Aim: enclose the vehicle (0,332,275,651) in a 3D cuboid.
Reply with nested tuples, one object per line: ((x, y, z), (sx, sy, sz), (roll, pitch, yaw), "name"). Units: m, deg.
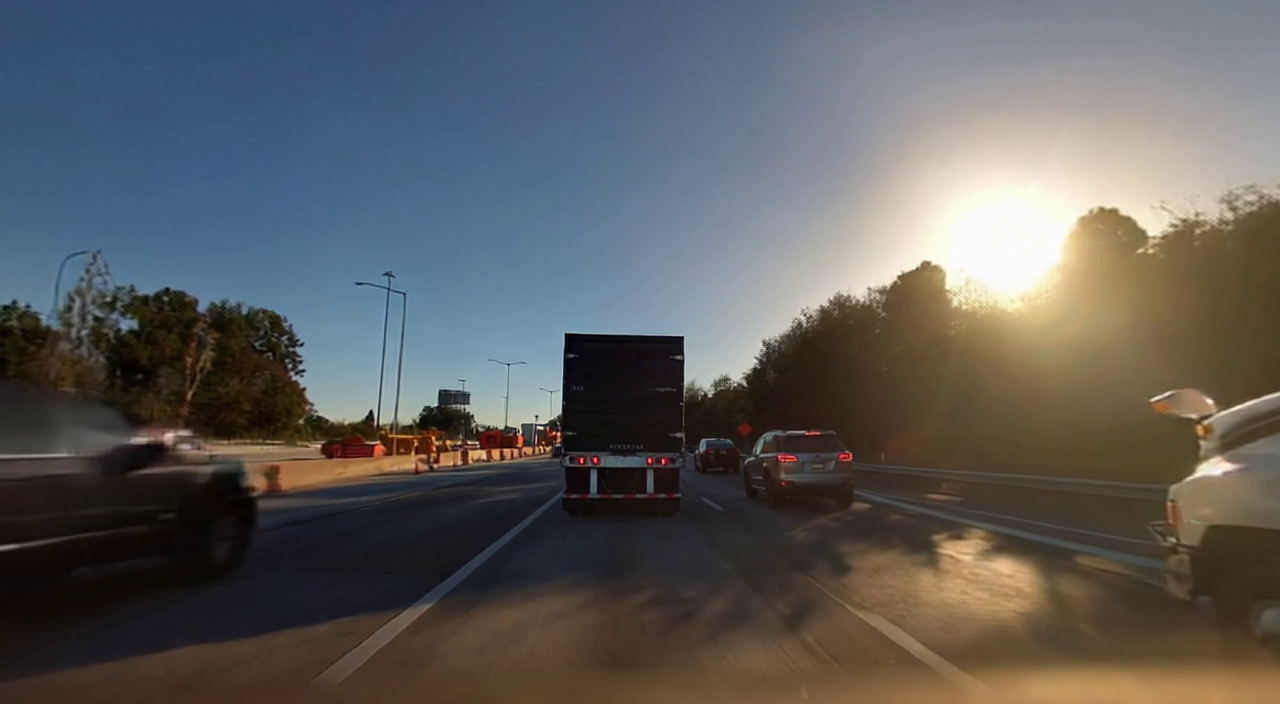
((-5.198, 0.829, 3.713), (2.421, 1.965, 5.980), (0, -9, 1), "vehicle")

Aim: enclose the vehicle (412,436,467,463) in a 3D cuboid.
((-14.018, 6.842, 44.274), (2.054, 1.708, 4.663), (2, -8, 3), "vehicle")

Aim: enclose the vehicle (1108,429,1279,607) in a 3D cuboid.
((7.090, 1.475, 5.352), (2.070, 1.632, 4.774), (2, -9, -9), "vehicle")

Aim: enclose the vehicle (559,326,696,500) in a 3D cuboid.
((-0.440, 2.112, 19.364), (3.067, 3.940, 10.154), (1, -9, -2), "vehicle")

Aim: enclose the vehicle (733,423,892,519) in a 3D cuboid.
((3.459, 2.487, 13.605), (2.103, 1.713, 4.173), (1, -9, -2), "vehicle")
